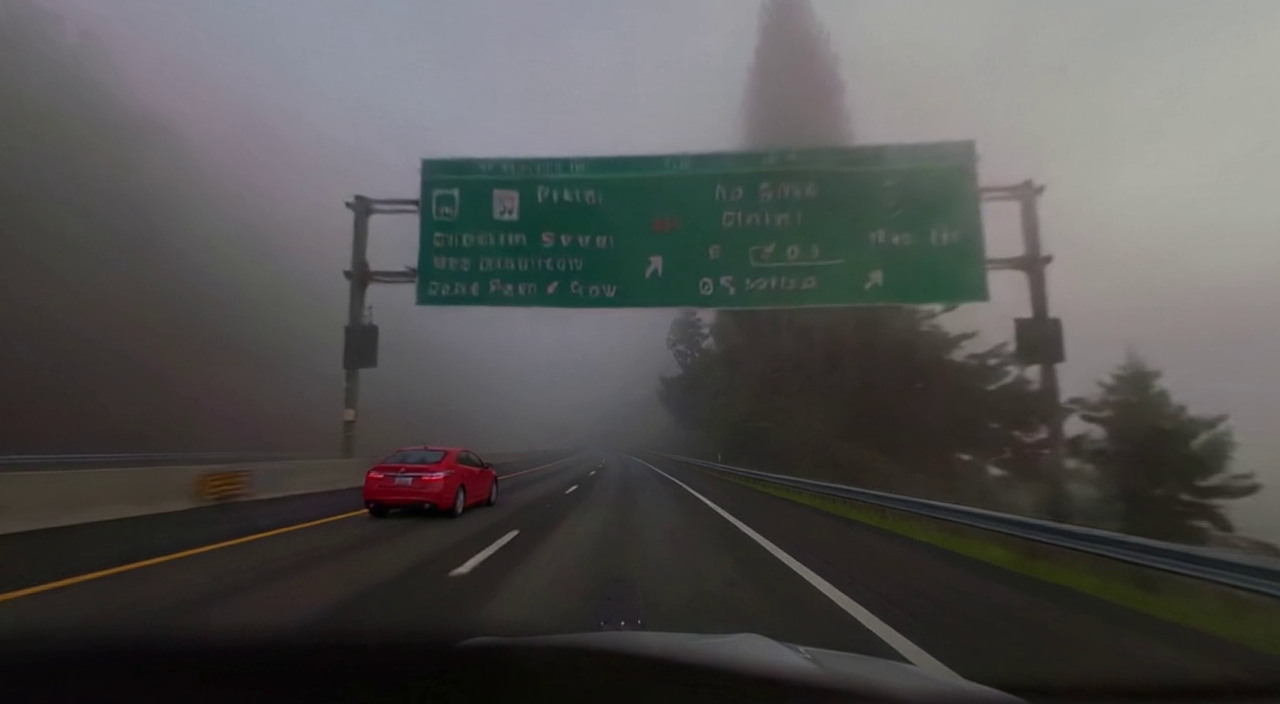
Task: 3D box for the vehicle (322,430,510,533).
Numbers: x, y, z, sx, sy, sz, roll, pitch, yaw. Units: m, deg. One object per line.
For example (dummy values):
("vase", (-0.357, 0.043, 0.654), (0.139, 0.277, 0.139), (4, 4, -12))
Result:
("vehicle", (-3.790, 2.264, 11.509), (1.990, 1.532, 3.911), (0, -9, 0))
